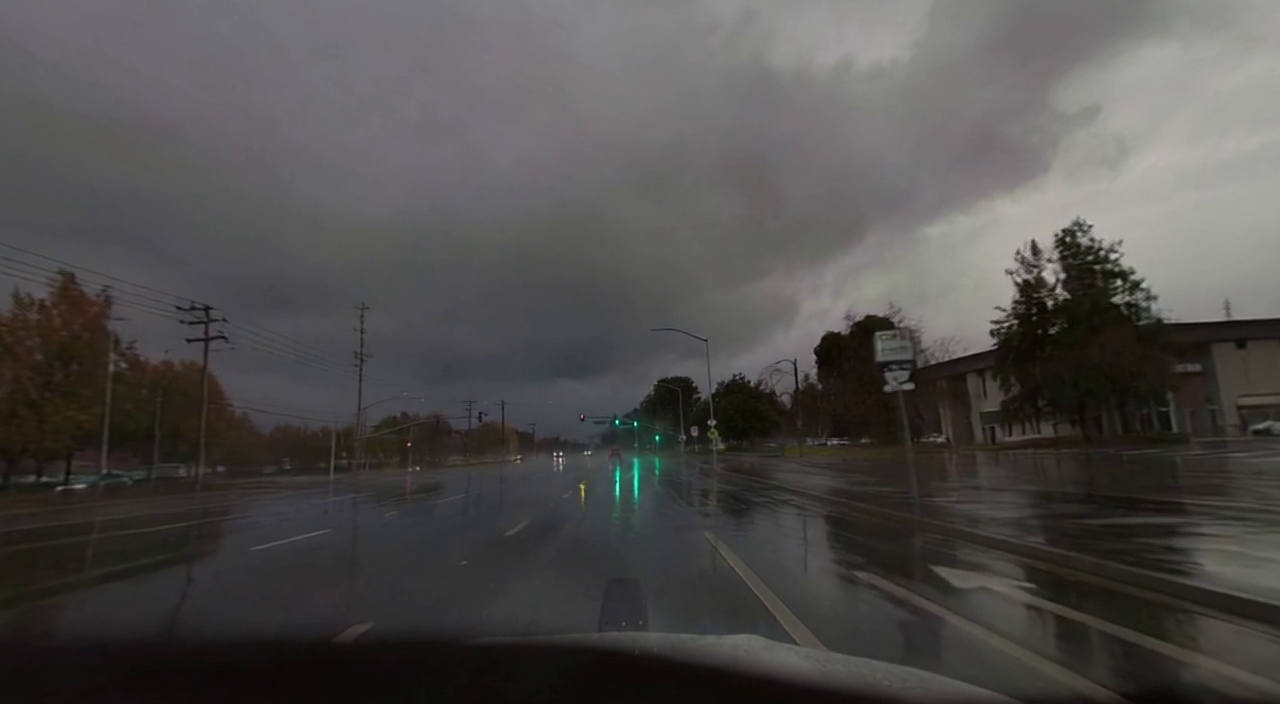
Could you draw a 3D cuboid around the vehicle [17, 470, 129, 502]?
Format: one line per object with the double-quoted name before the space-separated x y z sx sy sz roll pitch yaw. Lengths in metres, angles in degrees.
"vehicle" -32.299 7.648 36.151 2.013 1.496 4.799 0 -9 0
